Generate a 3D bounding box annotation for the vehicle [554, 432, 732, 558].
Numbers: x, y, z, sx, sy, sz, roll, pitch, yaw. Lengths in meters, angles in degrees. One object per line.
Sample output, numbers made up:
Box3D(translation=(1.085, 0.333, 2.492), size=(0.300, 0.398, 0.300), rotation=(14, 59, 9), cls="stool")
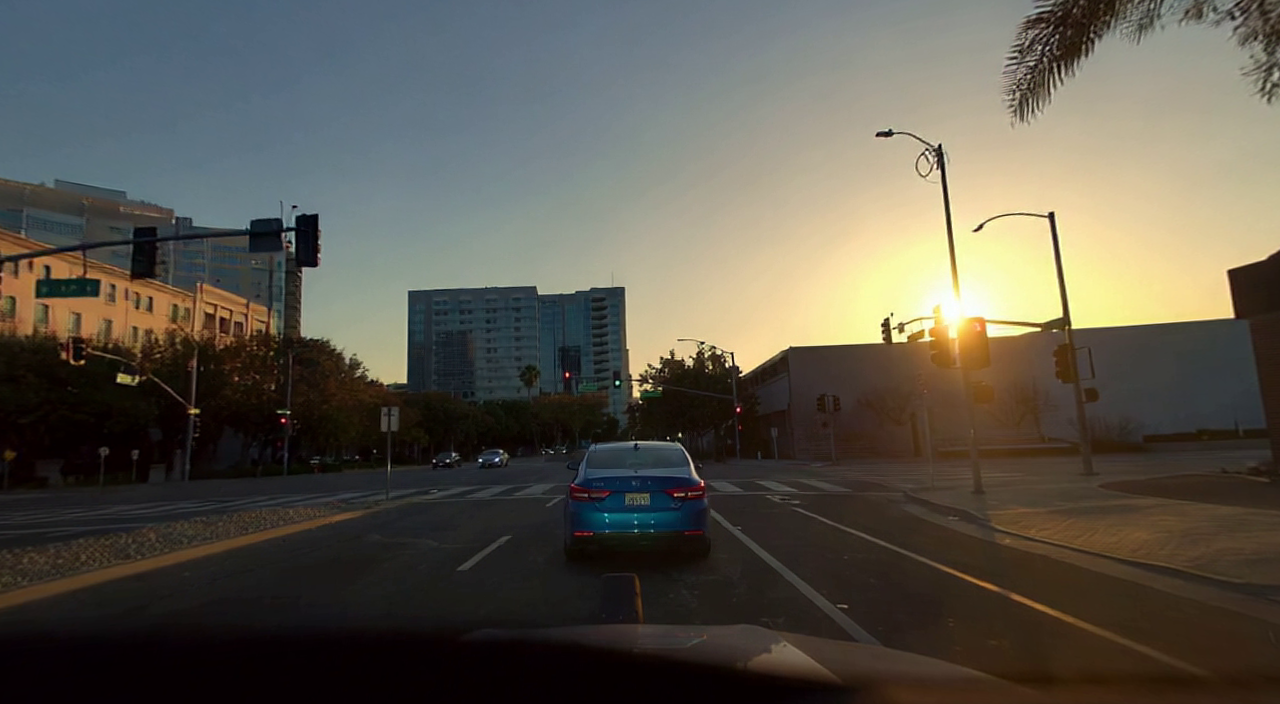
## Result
Box3D(translation=(0.005, 1.999, 9.523), size=(2.107, 1.470, 3.974), rotation=(0, -9, -1), cls="vehicle")
